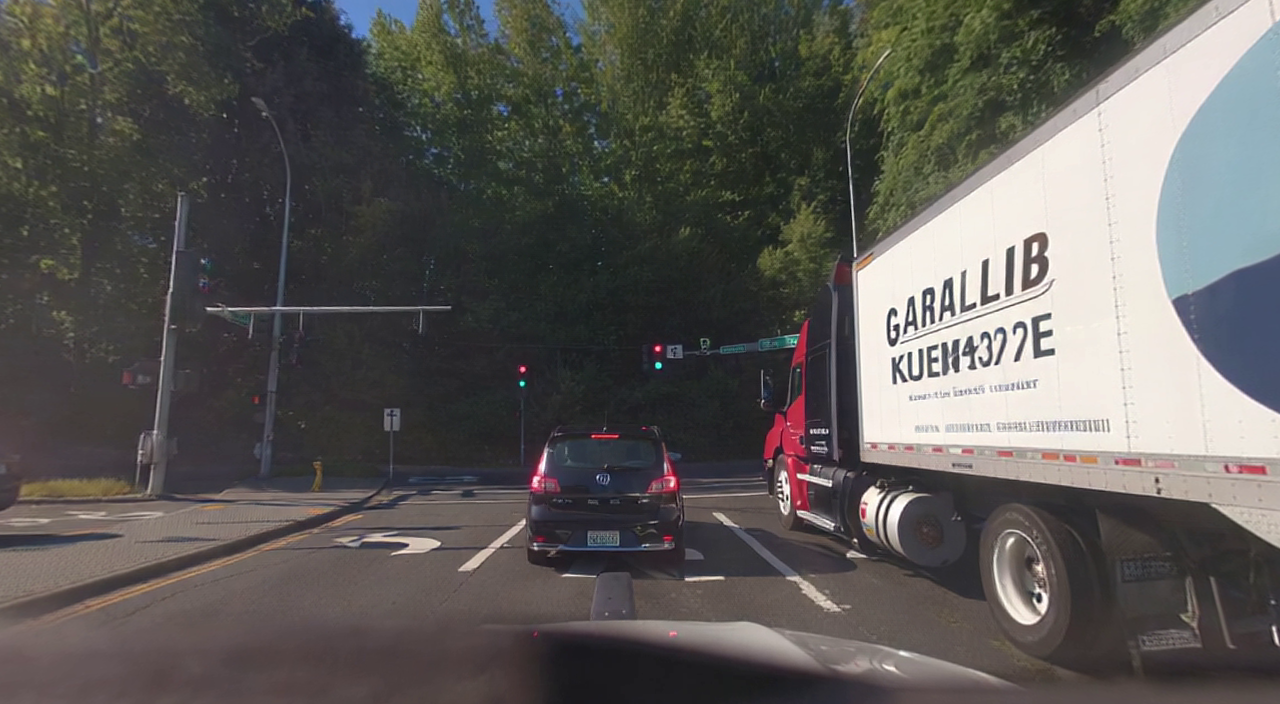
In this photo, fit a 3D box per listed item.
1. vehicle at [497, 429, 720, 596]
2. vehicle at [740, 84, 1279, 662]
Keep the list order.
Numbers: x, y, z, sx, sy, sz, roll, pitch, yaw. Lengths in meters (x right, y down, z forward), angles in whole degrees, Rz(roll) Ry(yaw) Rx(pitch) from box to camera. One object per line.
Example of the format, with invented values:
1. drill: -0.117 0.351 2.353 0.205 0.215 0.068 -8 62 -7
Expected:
1. vehicle: -0.312 1.703 7.417 1.975 1.457 3.526 0 -9 -1
2. vehicle: 3.553 0.758 8.903 2.884 3.753 9.763 0 -9 1
